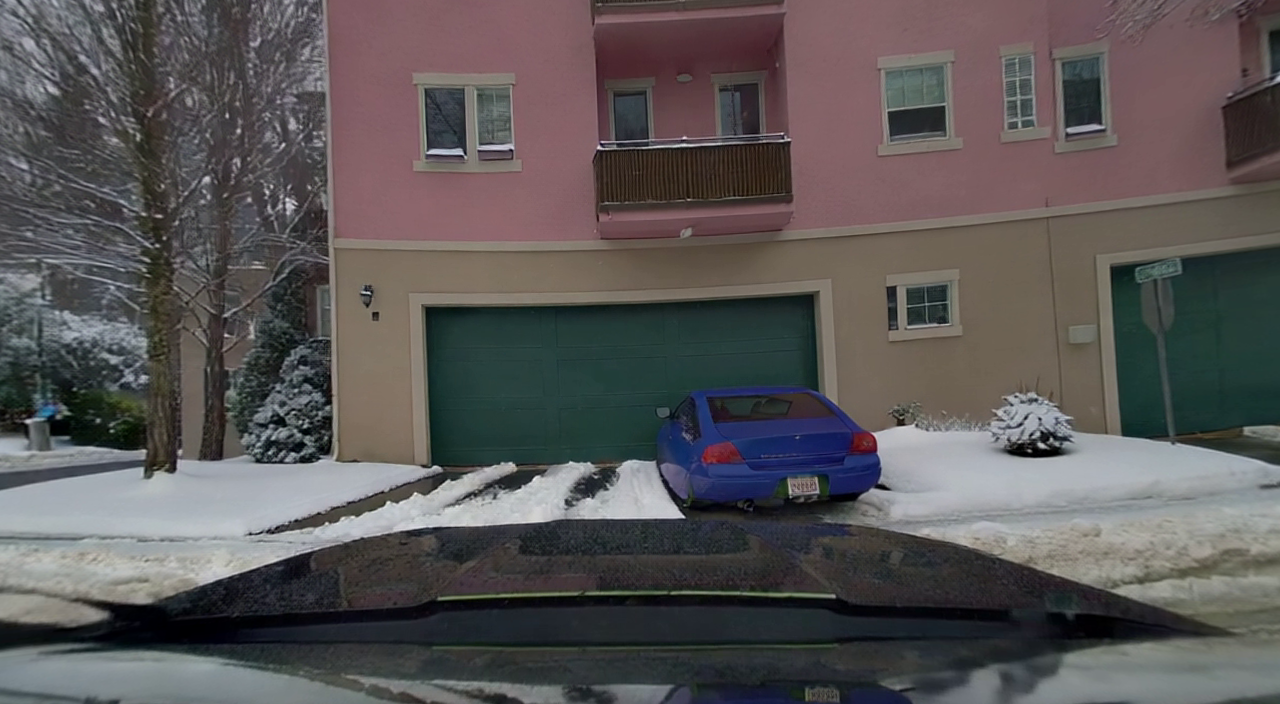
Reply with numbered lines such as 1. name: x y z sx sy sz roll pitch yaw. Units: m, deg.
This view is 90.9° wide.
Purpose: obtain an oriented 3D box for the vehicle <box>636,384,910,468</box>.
1. vehicle: 2.293 1.413 11.838 4.697 1.444 1.825 0 -8 -1

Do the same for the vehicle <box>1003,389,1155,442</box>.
1. vehicle: 15.756 2.320 22.802 3.905 1.475 2.057 -5 -7 -4
